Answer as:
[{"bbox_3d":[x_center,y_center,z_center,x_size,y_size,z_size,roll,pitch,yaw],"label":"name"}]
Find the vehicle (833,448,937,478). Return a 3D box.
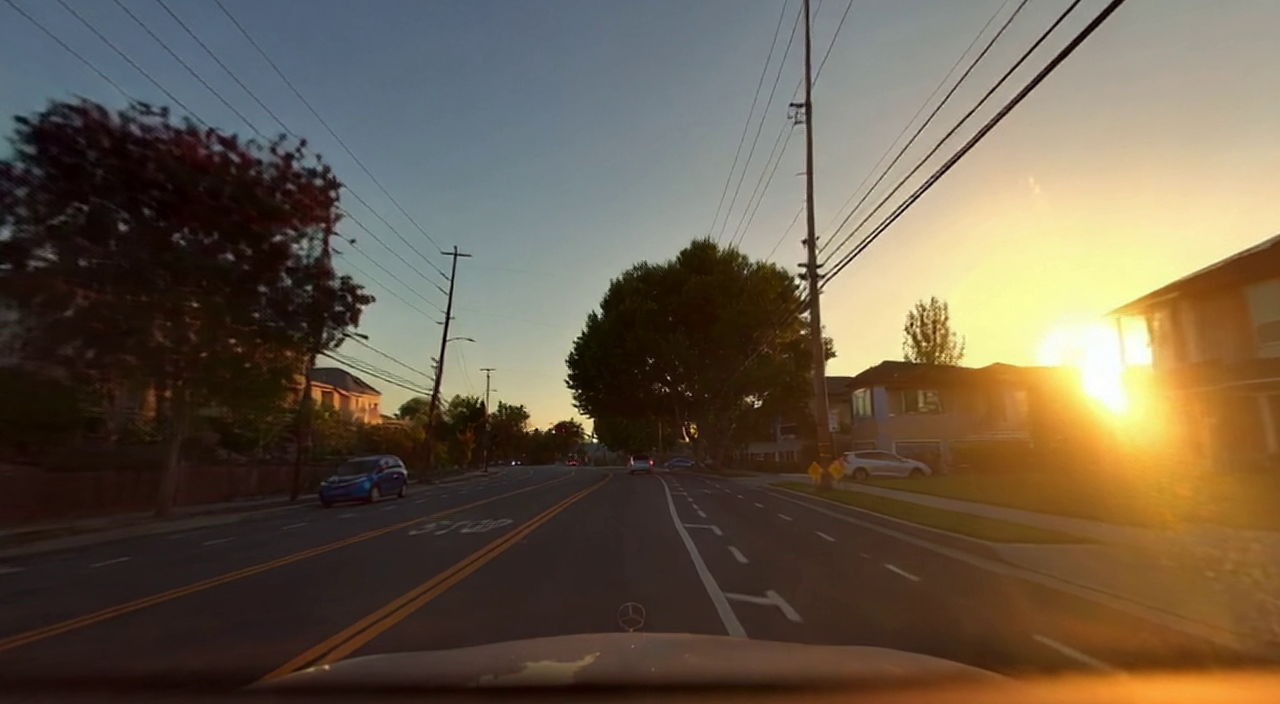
[{"bbox_3d":[12.788,5.815,33.092,4.648,1.511,1.919,0,-8,-2],"label":"vehicle"}]

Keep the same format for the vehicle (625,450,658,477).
[{"bbox_3d":[0.132,8.213,46.835,2.284,1.741,4.702,2,-8,1],"label":"vehicle"}]

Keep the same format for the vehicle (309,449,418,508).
[{"bbox_3d":[-10.974,5.008,25.532,1.998,2.047,5.167,0,-8,1],"label":"vehicle"}]
